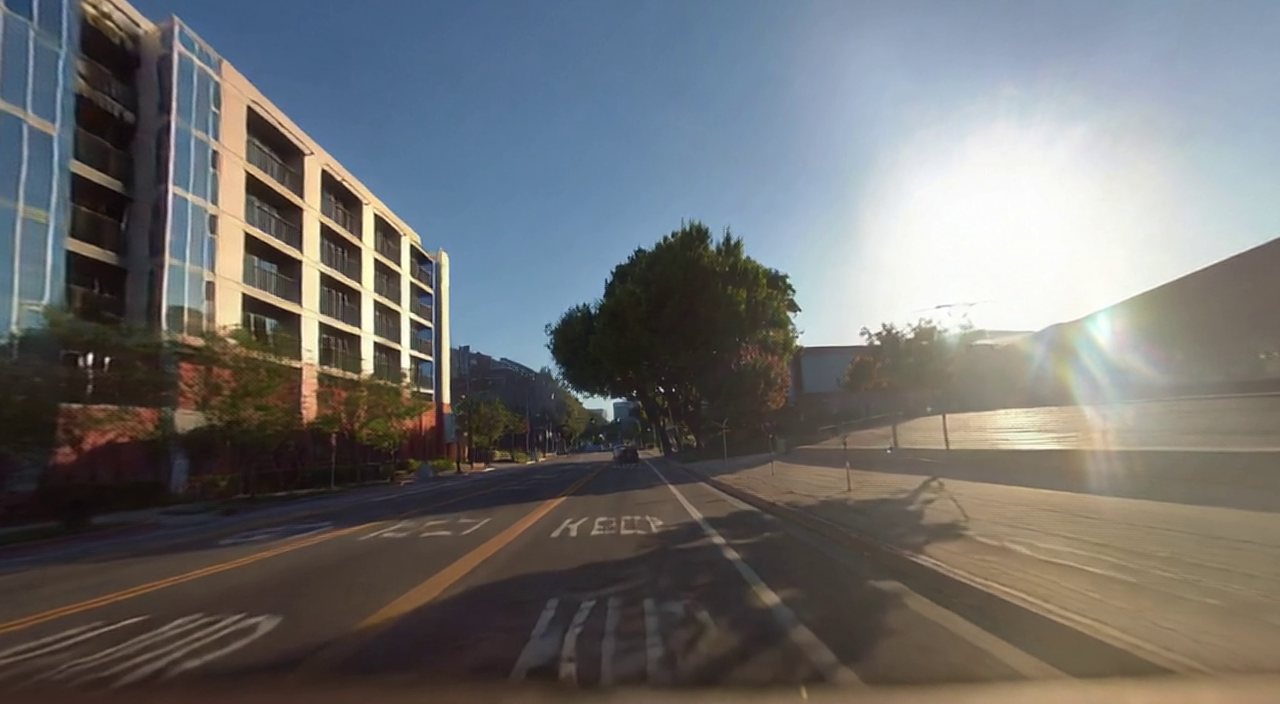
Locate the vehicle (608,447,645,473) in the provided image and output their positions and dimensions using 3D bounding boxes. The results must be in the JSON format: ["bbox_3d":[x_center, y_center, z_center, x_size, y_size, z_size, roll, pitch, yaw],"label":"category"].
[{"bbox_3d":[-0.833,6.539,38.609,2.131,1.474,4.146,0,-9,-1],"label":"vehicle"}]
